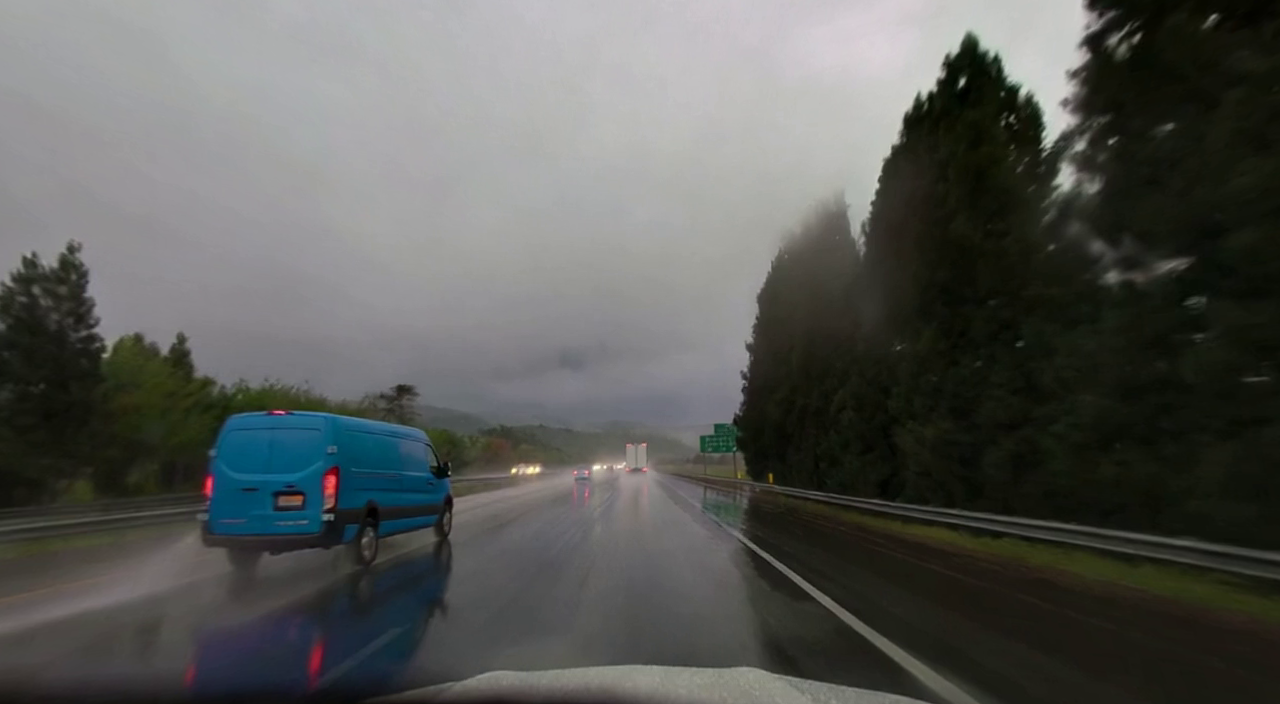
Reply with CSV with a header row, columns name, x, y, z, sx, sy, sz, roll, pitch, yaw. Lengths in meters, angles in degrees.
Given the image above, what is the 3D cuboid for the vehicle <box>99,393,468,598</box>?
name,x,y,z,sx,sy,sz,roll,pitch,yaw
vehicle,-4.131,1.826,8.594,2.208,1.973,4.716,1,-10,0
